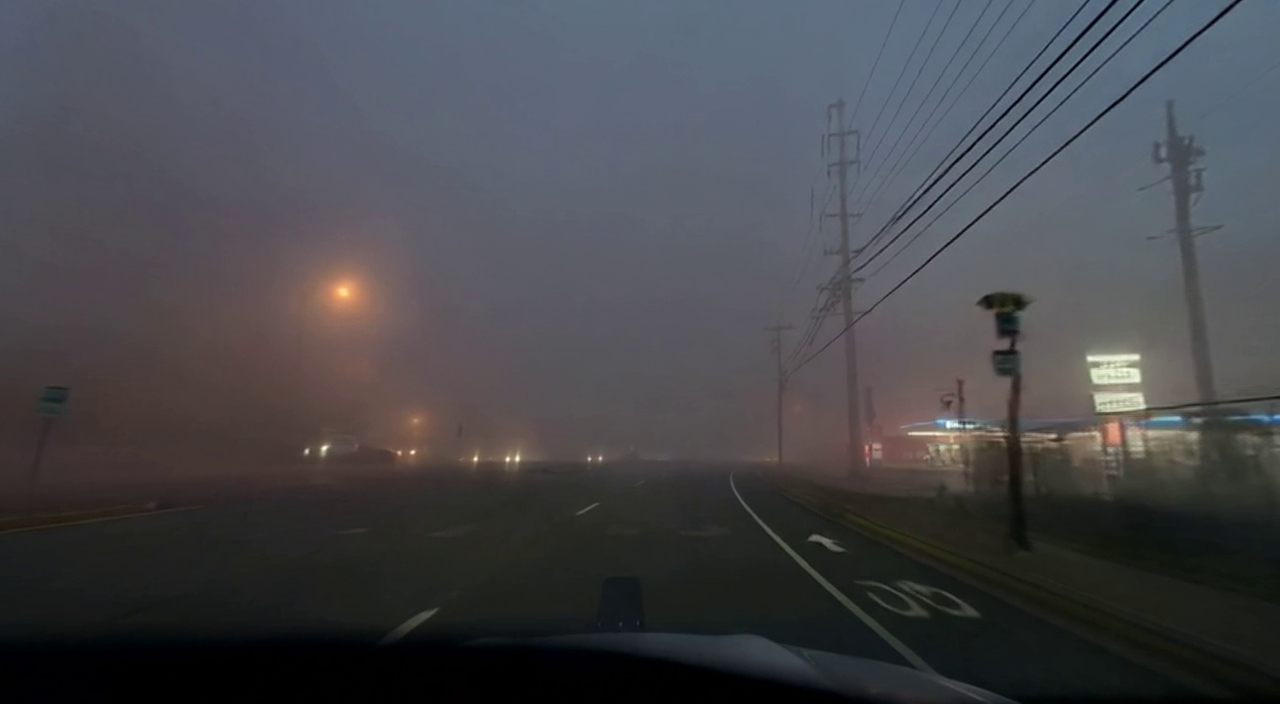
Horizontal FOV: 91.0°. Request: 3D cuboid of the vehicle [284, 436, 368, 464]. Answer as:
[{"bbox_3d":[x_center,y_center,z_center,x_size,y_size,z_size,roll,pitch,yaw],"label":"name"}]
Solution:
[{"bbox_3d":[-21.782,6.766,43.678,5.426,1.822,2.014,-3,-9,21],"label":"vehicle"}]
